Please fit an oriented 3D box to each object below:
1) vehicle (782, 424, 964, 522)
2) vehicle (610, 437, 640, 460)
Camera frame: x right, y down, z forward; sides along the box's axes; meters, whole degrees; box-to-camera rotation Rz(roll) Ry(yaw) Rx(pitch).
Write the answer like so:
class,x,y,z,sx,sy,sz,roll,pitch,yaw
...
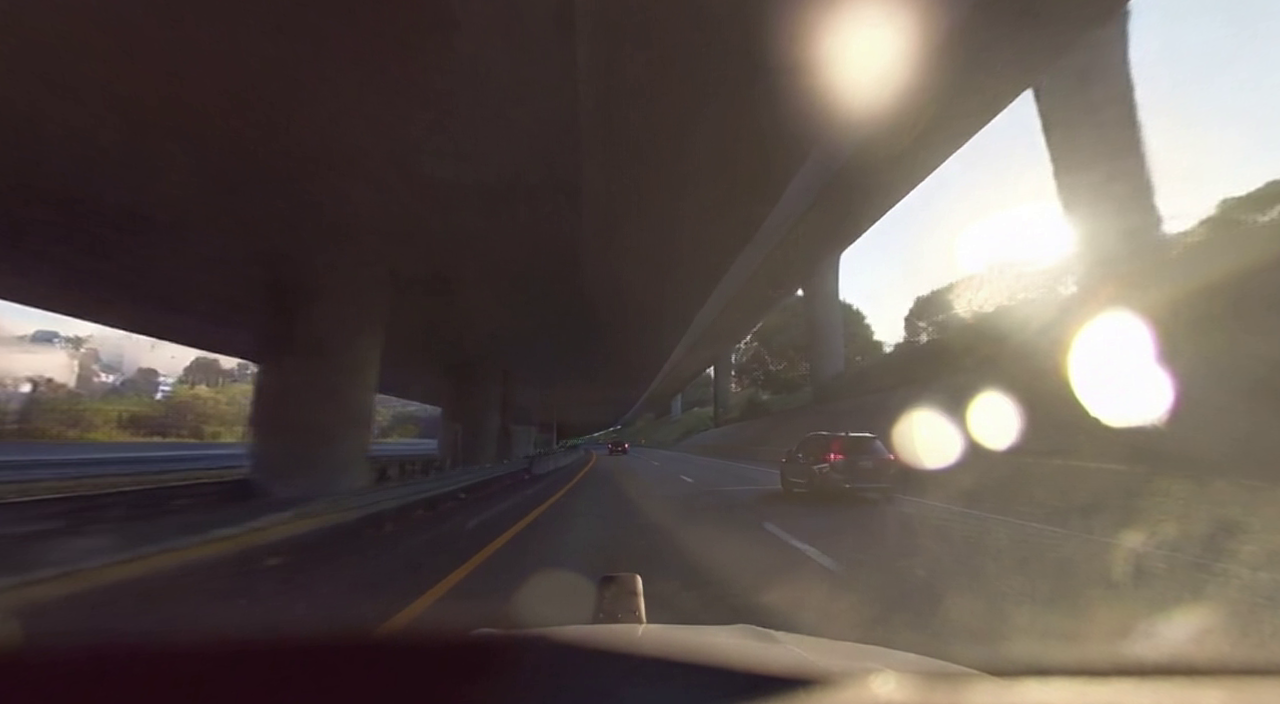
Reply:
class,x,y,z,sx,sy,sz,roll,pitch,yaw
vehicle,4.047,2.144,11.663,1.852,1.513,3.652,0,-8,-2
vehicle,-1.092,6.719,43.731,1.998,1.512,3.735,0,-8,-3
